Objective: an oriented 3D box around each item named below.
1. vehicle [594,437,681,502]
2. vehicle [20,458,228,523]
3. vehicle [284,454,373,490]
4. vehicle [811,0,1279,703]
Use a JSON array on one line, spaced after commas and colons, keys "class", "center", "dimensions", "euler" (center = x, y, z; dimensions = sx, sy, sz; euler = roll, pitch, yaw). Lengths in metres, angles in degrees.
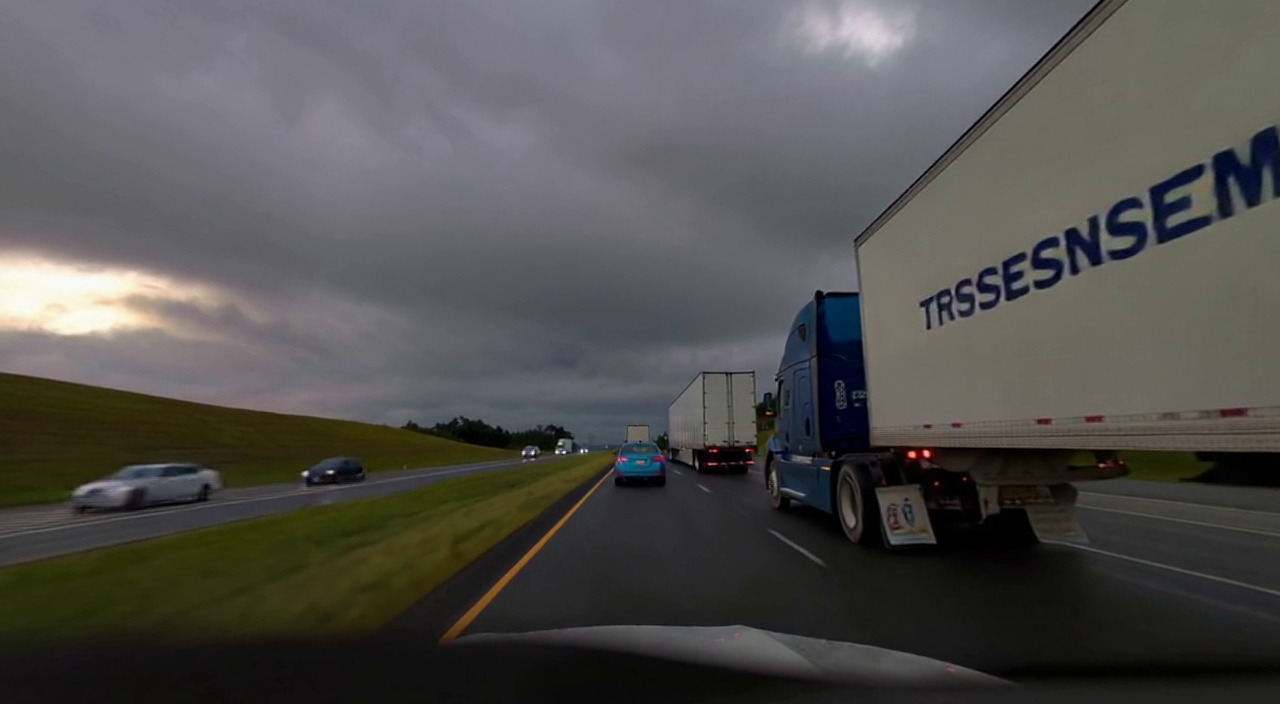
[{"class": "vehicle", "center": [-0.084, 3.056, 16.831], "dimensions": [2.045, 1.507, 3.763], "euler": [-1, -8, -1]}, {"class": "vehicle", "center": [-14.531, 3.879, 18.197], "dimensions": [2.046, 1.490, 4.634], "euler": [-1, -8, 1]}, {"class": "vehicle", "center": [-15.044, 5.801, 30.676], "dimensions": [2.081, 1.476, 4.233], "euler": [-1, -8, 1]}, {"class": "vehicle", "center": [4.339, -0.634, 1.620], "dimensions": [3.410, 4.438, 14.410], "euler": [0, -8, -1]}]
